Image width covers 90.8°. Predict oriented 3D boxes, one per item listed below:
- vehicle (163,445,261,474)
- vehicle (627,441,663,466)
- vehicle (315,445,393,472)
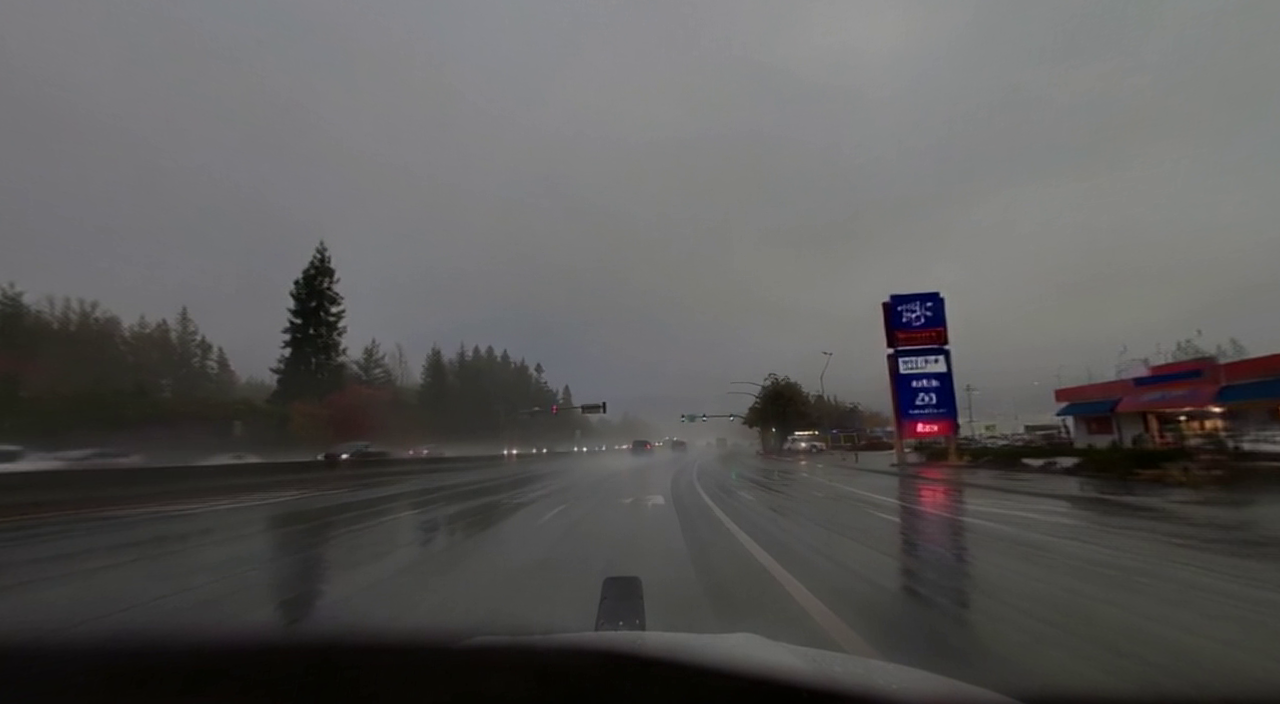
[{"bbox_3d":[-23.398,5.889,34.803,1.935,1.459,4.524,-1,-9,5],"label":"vehicle"},{"bbox_3d":[0.424,7.543,47.235,2.139,1.782,4.079,-1,-9,7],"label":"vehicle"},{"bbox_3d":[-16.736,6.250,37.301,1.941,1.475,4.722,-1,-9,7],"label":"vehicle"}]
